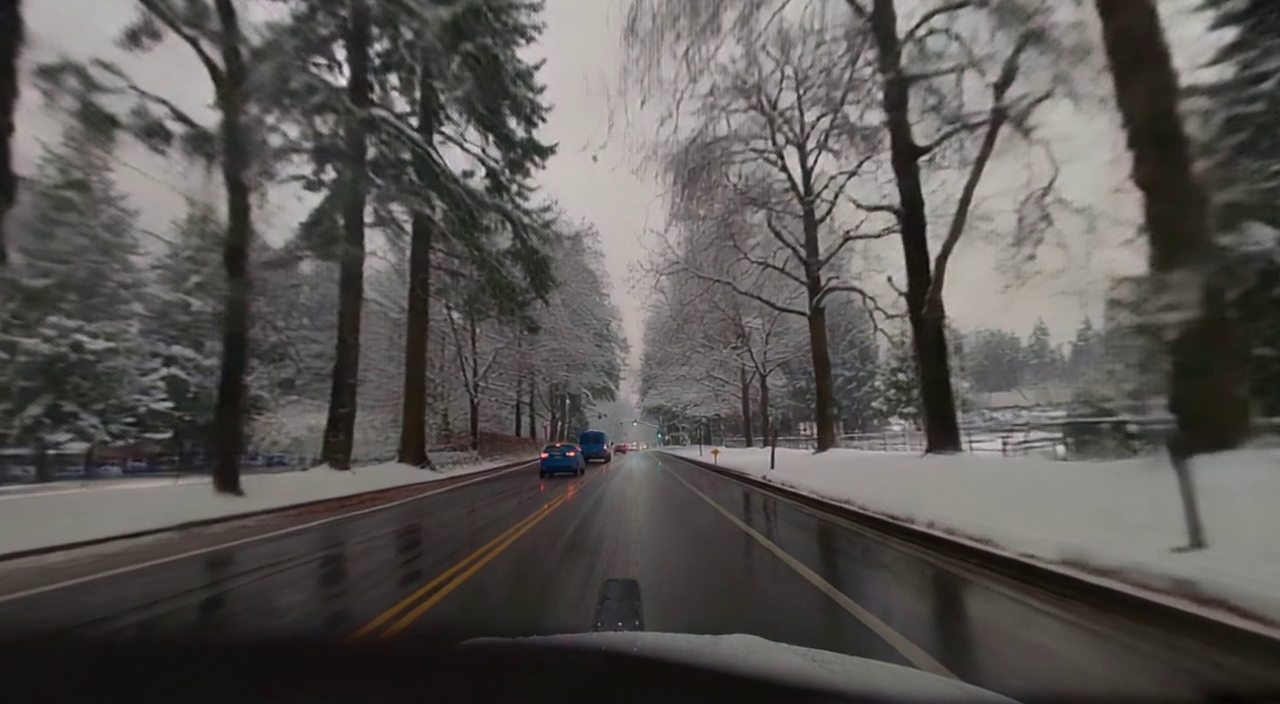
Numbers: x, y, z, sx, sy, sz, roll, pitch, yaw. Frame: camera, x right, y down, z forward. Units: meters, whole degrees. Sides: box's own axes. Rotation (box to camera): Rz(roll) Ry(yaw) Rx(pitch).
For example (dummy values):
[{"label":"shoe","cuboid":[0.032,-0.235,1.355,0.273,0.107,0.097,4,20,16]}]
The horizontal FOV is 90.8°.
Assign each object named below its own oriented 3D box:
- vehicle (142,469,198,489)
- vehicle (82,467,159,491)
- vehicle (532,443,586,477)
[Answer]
[{"label":"vehicle","cuboid":[-36.646,9.867,49.384,1.567,1.379,3.614,3,-10,-1]},{"label":"vehicle","cuboid":[-35.935,8.770,43.858,1.637,1.397,4.547,1,-9,-3]},{"label":"vehicle","cuboid":[-3.722,5.038,29.794,2.009,1.473,4.028,0,-9,0]}]
